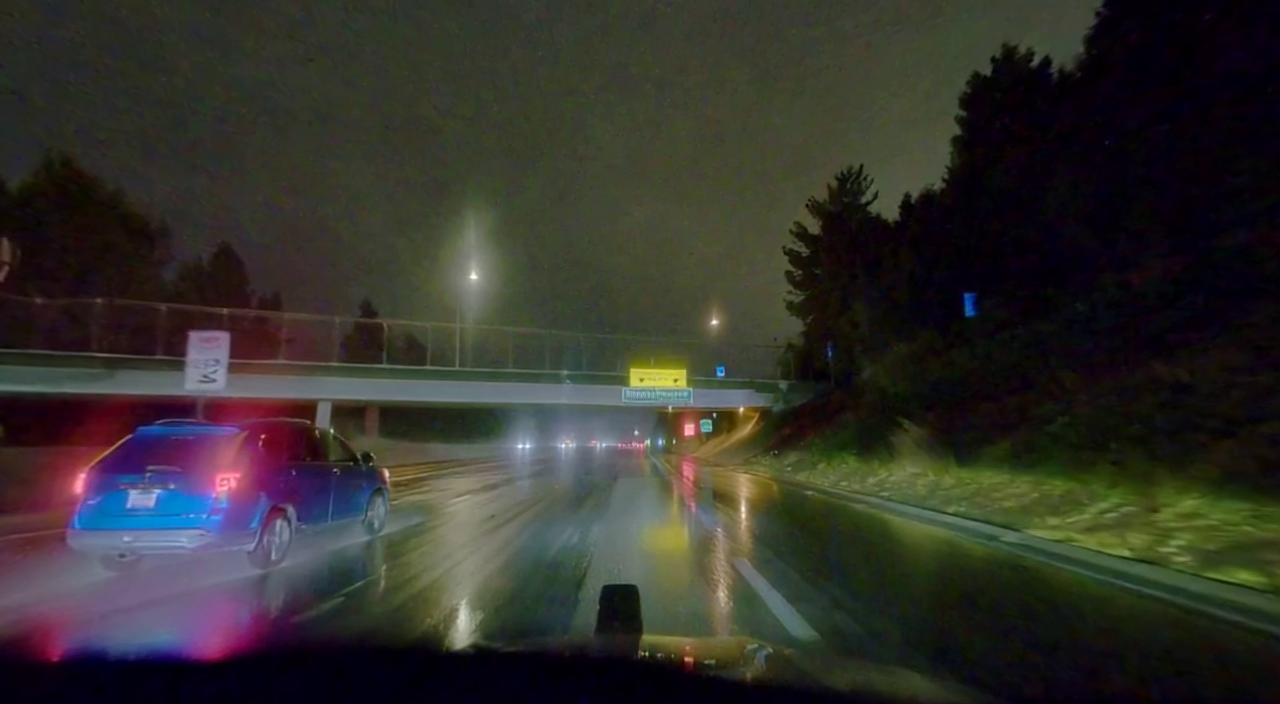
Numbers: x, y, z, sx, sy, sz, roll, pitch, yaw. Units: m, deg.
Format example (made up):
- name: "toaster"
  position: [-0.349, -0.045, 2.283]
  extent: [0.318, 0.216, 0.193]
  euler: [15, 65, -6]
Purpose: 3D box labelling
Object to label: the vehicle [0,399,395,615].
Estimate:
- name: "vehicle"
  position: [-4.706, 1.511, 7.112]
  extent: [2.125, 1.662, 4.336]
  euler: [0, -8, 0]
